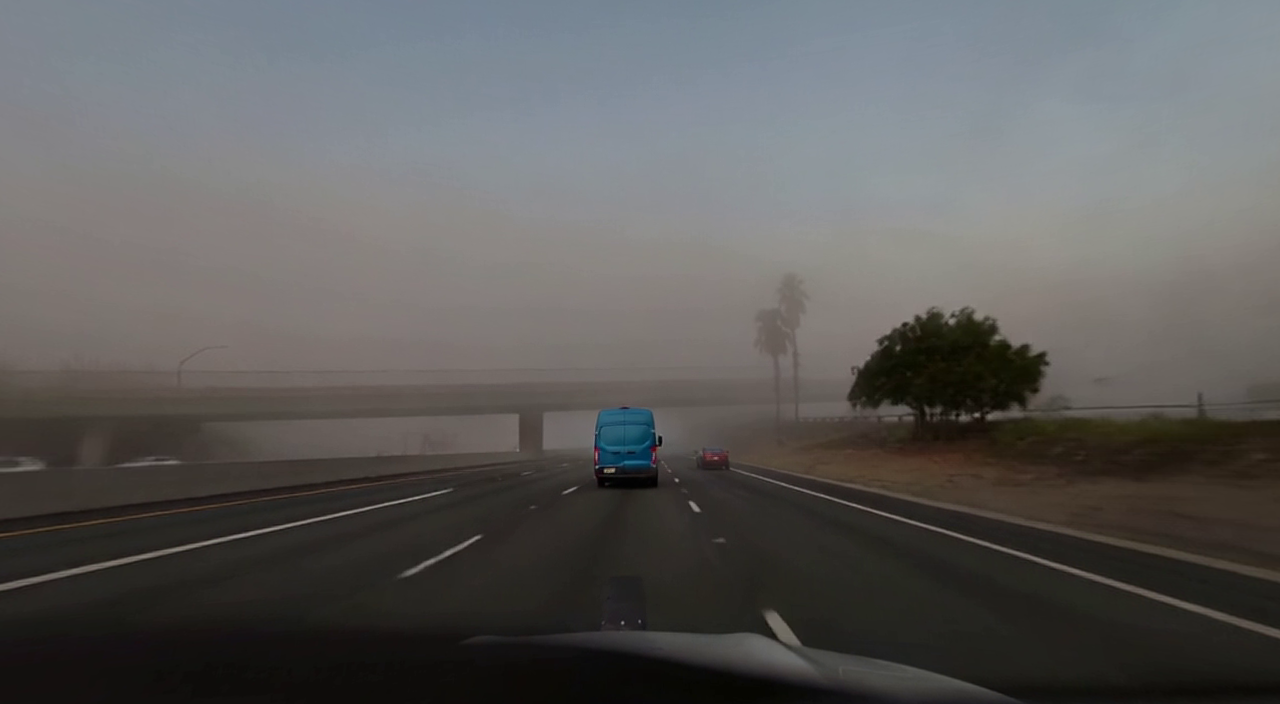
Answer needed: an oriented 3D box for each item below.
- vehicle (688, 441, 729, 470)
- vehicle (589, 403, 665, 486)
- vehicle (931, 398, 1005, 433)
[{"bbox_3d":[4.041,6.191,37.675,1.987,1.648,3.984,0,-9,0],"label":"vehicle"},{"bbox_3d":[-0.313,3.503,23.816,2.476,2.776,5.598,0,-9,3],"label":"vehicle"},{"bbox_3d":[23.396,4.642,45.126,2.445,2.240,5.659,-1,-8,3],"label":"vehicle"}]
